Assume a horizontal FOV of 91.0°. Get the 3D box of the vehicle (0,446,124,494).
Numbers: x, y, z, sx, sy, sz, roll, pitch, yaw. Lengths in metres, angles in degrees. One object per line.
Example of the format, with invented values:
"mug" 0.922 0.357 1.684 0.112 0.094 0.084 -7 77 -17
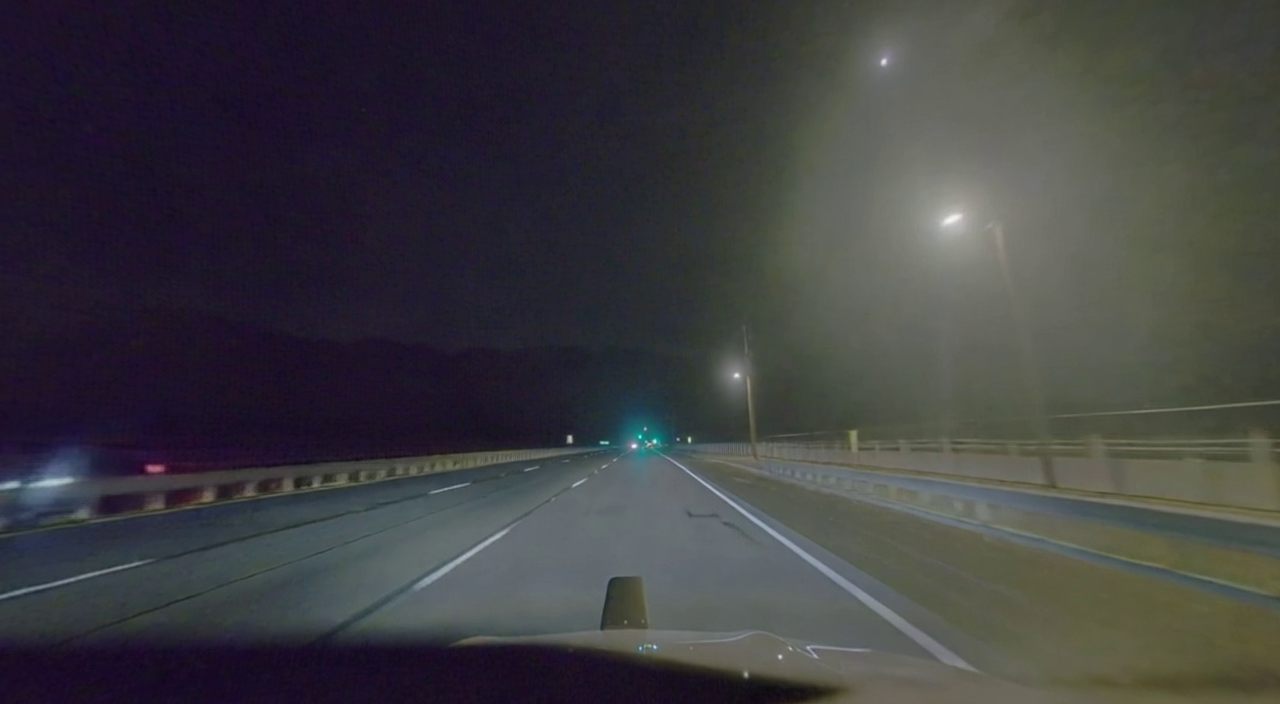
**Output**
"vehicle" -22.469 4.348 23.729 1.956 1.580 4.639 0 -8 1
